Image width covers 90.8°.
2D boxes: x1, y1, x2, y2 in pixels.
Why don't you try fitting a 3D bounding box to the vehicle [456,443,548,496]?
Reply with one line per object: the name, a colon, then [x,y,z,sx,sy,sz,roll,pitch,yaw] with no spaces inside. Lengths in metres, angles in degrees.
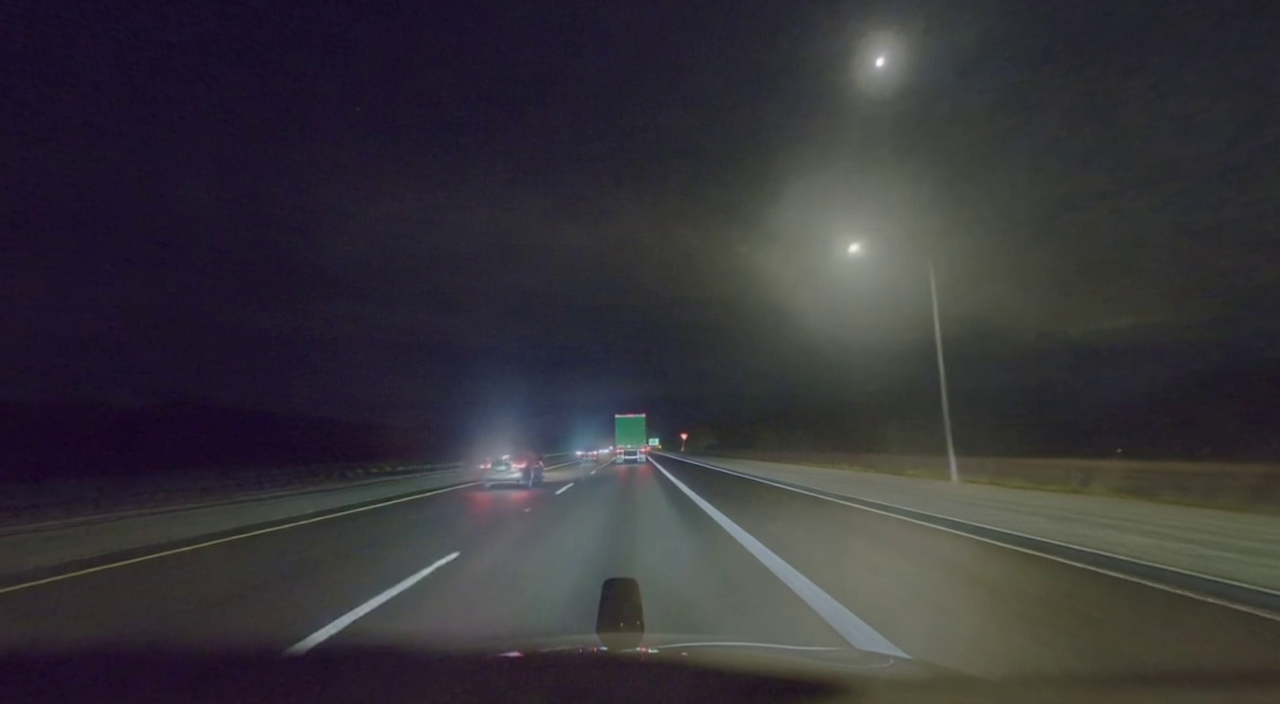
vehicle: [-4.271,3.705,20.244,1.978,1.507,4.062,0,-9,0]
